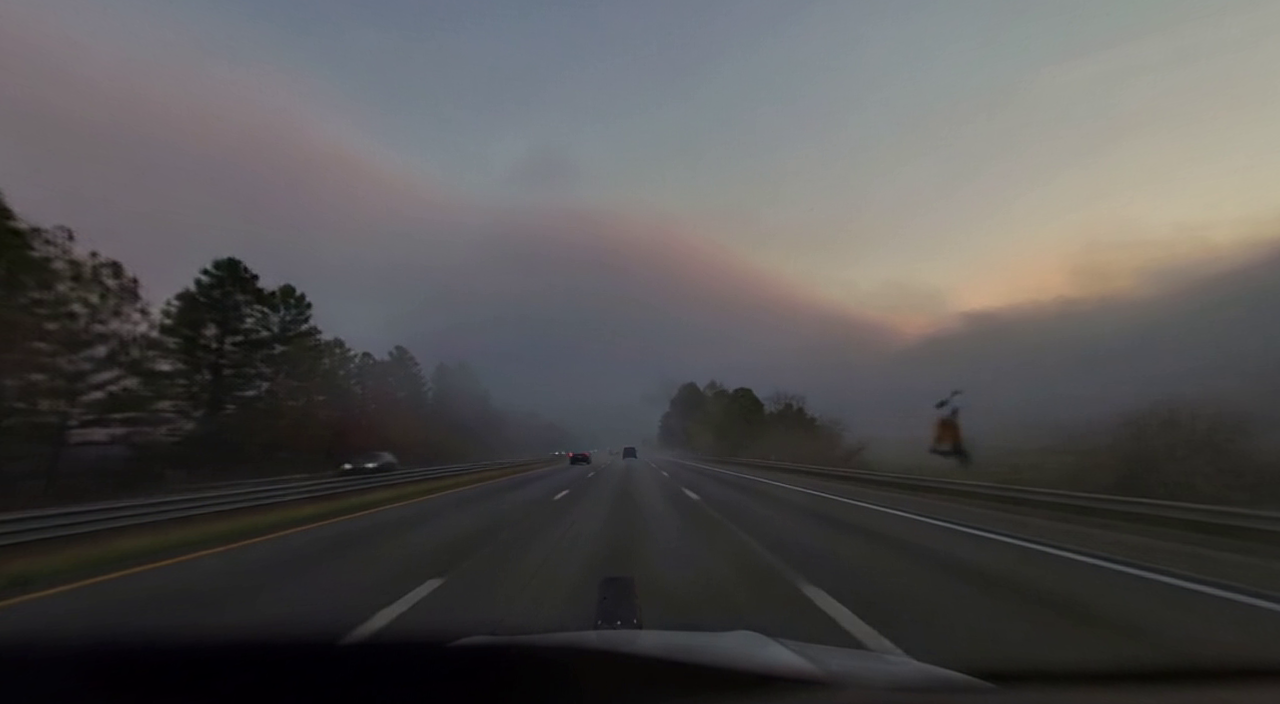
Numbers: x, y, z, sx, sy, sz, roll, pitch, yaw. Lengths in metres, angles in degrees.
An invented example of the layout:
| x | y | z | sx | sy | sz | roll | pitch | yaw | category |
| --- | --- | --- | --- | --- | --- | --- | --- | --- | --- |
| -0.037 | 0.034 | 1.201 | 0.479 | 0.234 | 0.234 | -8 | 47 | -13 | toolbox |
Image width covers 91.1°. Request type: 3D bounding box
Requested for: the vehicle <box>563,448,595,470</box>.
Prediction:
| x | y | z | sx | sy | sz | roll | pitch | yaw | category |
| --- | --- | --- | --- | --- | --- | --- | --- | --- | --- |
| -4.372 | 7.716 | 45.692 | 1.970 | 1.492 | 3.944 | 0 | -9 | 0 | vehicle |
